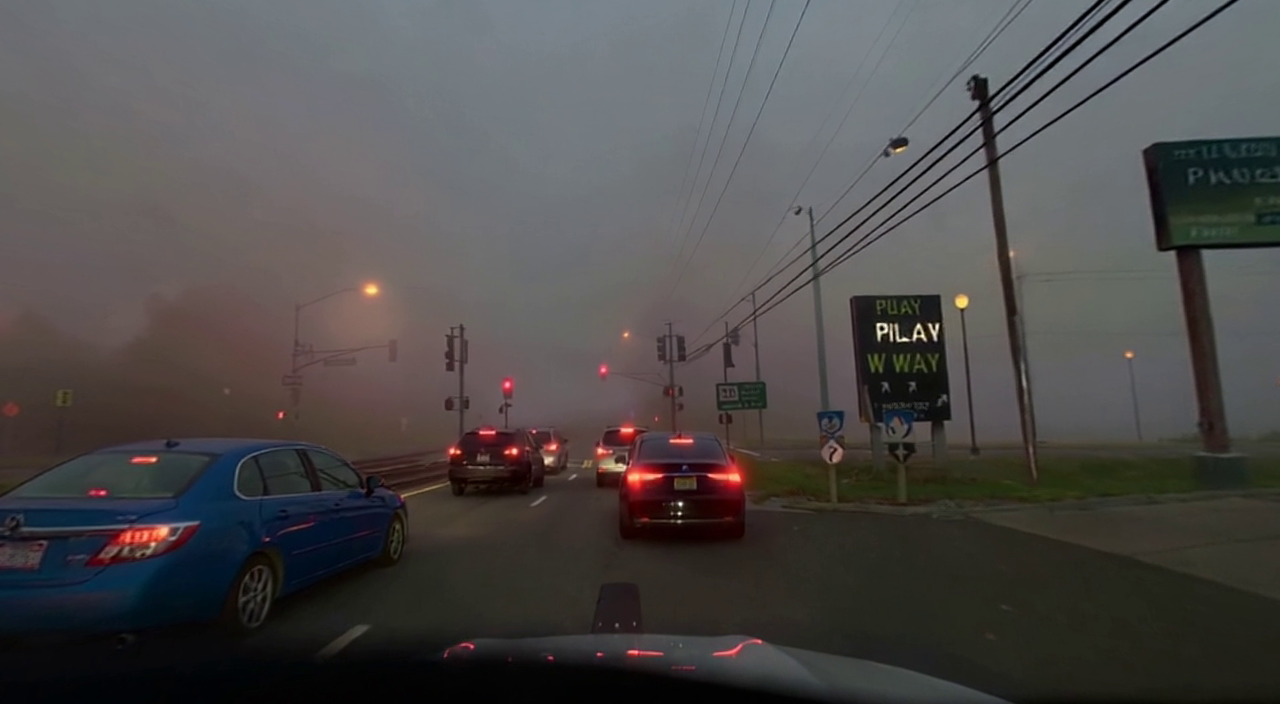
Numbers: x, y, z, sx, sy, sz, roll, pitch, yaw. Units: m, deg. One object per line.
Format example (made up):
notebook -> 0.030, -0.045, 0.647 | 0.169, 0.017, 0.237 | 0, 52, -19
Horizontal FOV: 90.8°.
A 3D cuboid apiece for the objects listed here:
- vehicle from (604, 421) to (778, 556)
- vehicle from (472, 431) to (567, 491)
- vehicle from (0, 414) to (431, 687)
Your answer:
vehicle -> 0.486, 1.887, 9.336 | 1.998, 1.529, 3.960 | 1, -9, -3
vehicle -> -3.285, 3.073, 18.053 | 1.984, 1.505, 4.047 | 0, -9, -1
vehicle -> -3.654, 1.434, 5.794 | 1.956, 1.468, 4.585 | 0, -9, -1
